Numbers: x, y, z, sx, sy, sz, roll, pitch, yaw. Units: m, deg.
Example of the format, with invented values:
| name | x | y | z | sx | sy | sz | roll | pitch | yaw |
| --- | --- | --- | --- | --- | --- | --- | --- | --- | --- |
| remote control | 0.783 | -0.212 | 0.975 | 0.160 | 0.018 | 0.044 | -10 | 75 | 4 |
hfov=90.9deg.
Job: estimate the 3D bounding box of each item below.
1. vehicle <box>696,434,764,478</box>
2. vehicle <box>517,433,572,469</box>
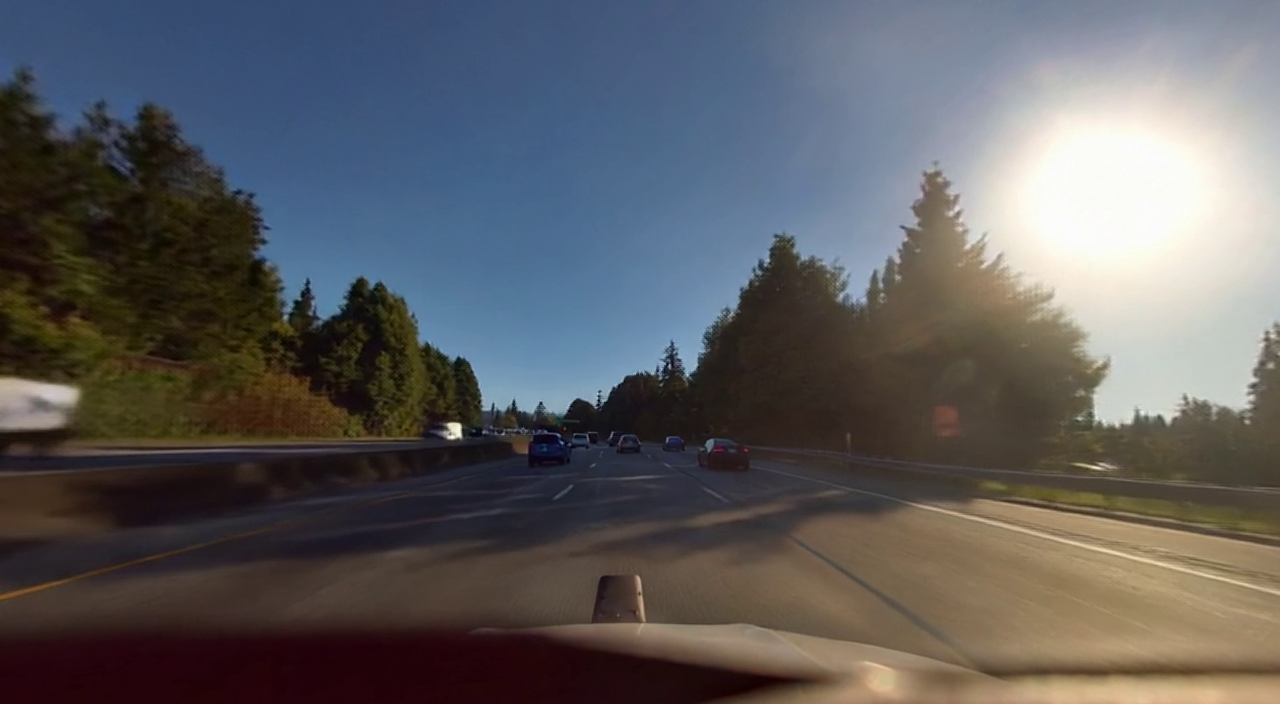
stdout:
| name | x | y | z | sx | sy | sz | roll | pitch | yaw |
| --- | --- | --- | --- | --- | --- | --- | --- | --- | --- |
| vehicle | 3.336 | 3.924 | 24.165 | 1.883 | 1.536 | 3.792 | 0 | -8 | -3 |
| vehicle | -4.323 | 4.547 | 29.116 | 1.941 | 1.529 | 4.111 | 0 | -8 | -1 |
